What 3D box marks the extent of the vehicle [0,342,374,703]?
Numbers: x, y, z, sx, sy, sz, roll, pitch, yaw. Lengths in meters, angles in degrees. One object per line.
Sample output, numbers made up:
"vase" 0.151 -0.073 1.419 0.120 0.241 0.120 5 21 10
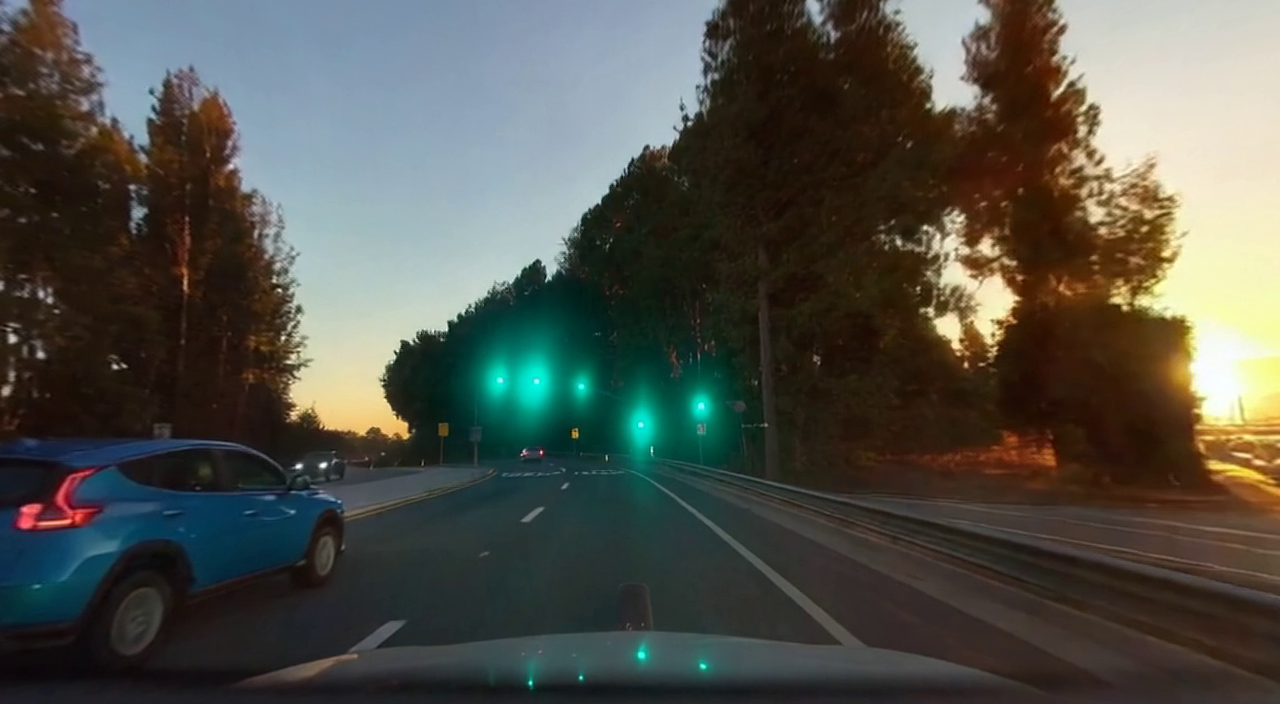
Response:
"vehicle" -4.204 1.153 4.715 2.336 1.857 4.986 0 -8 -1
